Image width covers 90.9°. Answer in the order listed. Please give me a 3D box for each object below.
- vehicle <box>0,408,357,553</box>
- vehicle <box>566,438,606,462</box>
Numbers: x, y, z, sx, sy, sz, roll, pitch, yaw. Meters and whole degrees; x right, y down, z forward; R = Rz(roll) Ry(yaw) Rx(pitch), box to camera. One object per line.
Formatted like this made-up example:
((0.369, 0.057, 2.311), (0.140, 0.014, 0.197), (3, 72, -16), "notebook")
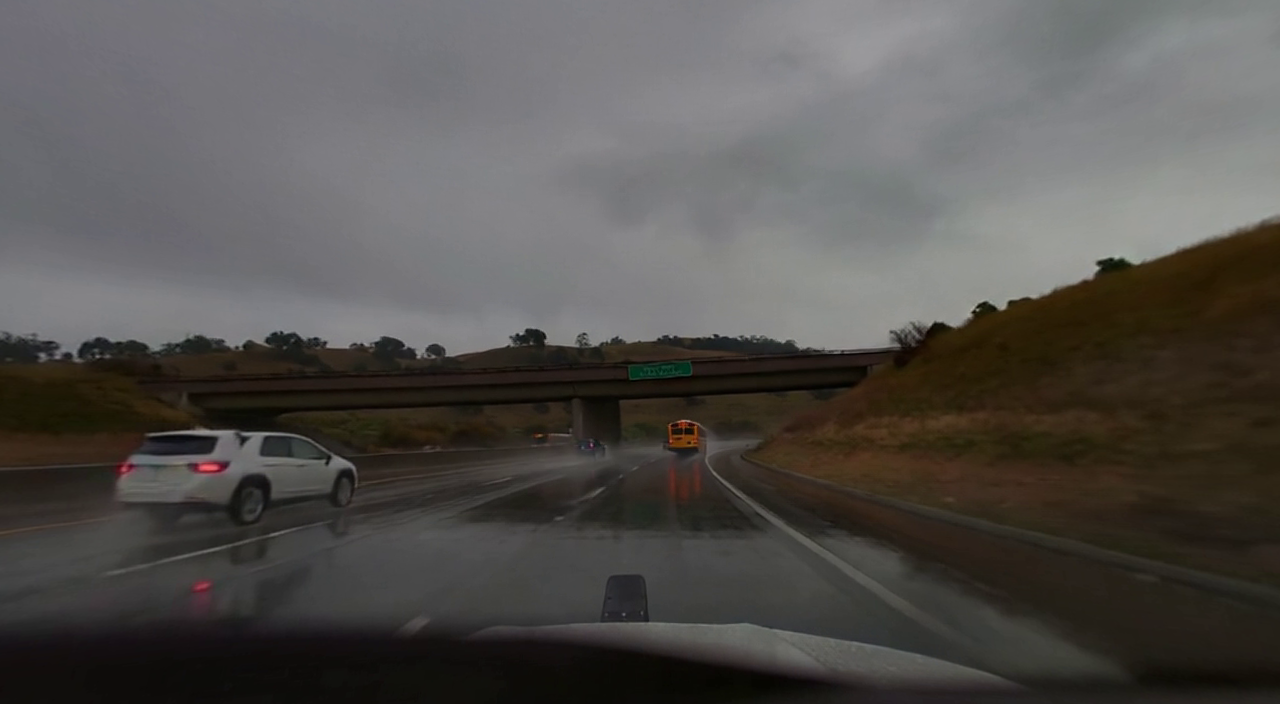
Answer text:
((-6.642, 1.845, 9.786), (2.172, 1.689, 4.625), (0, -8, 2), "vehicle")
((-4.098, 7.512, 48.599), (2.106, 1.704, 4.637), (-1, -8, 7), "vehicle")
